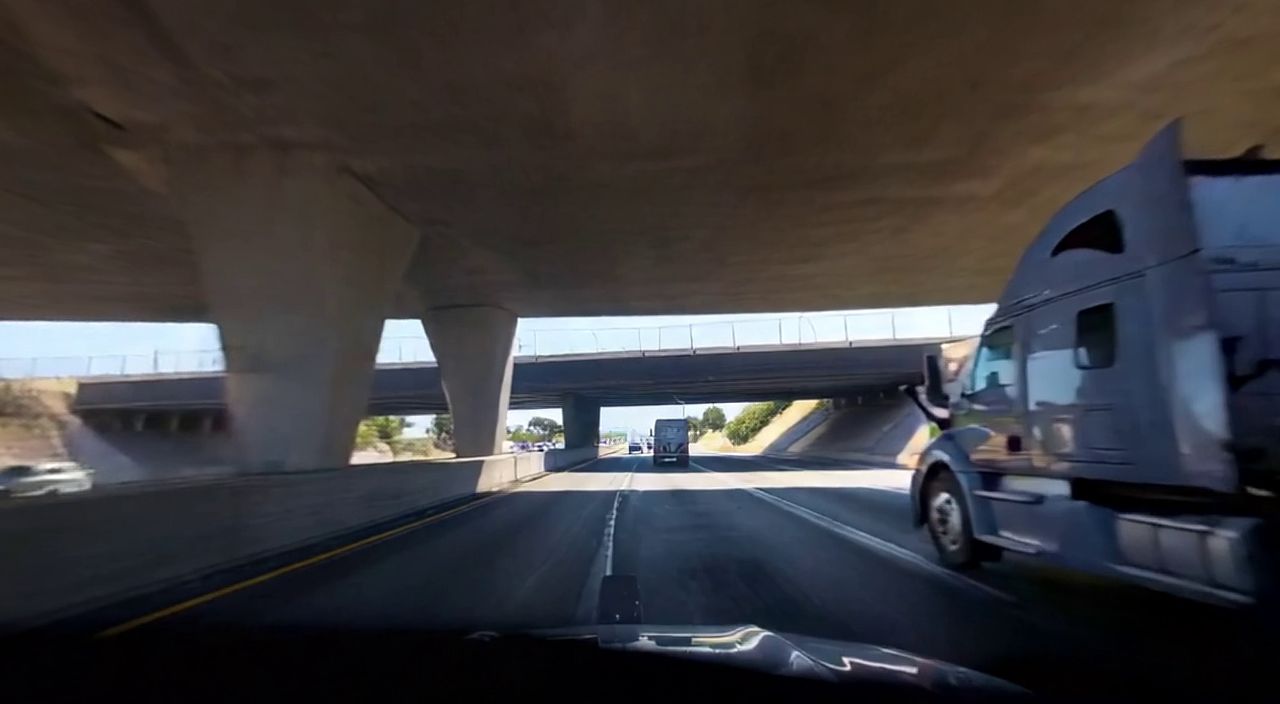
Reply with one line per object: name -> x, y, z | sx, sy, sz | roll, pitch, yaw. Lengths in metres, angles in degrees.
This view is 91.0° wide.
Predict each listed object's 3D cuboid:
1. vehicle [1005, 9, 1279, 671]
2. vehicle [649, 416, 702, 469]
vehicle -> 5.370, -0.461, 1.123 | 2.997, 3.983, 10.860 | 1, -8, 0
vehicle -> 1.827, 4.971, 34.622 | 2.481, 2.618, 6.314 | 0, -8, 0
